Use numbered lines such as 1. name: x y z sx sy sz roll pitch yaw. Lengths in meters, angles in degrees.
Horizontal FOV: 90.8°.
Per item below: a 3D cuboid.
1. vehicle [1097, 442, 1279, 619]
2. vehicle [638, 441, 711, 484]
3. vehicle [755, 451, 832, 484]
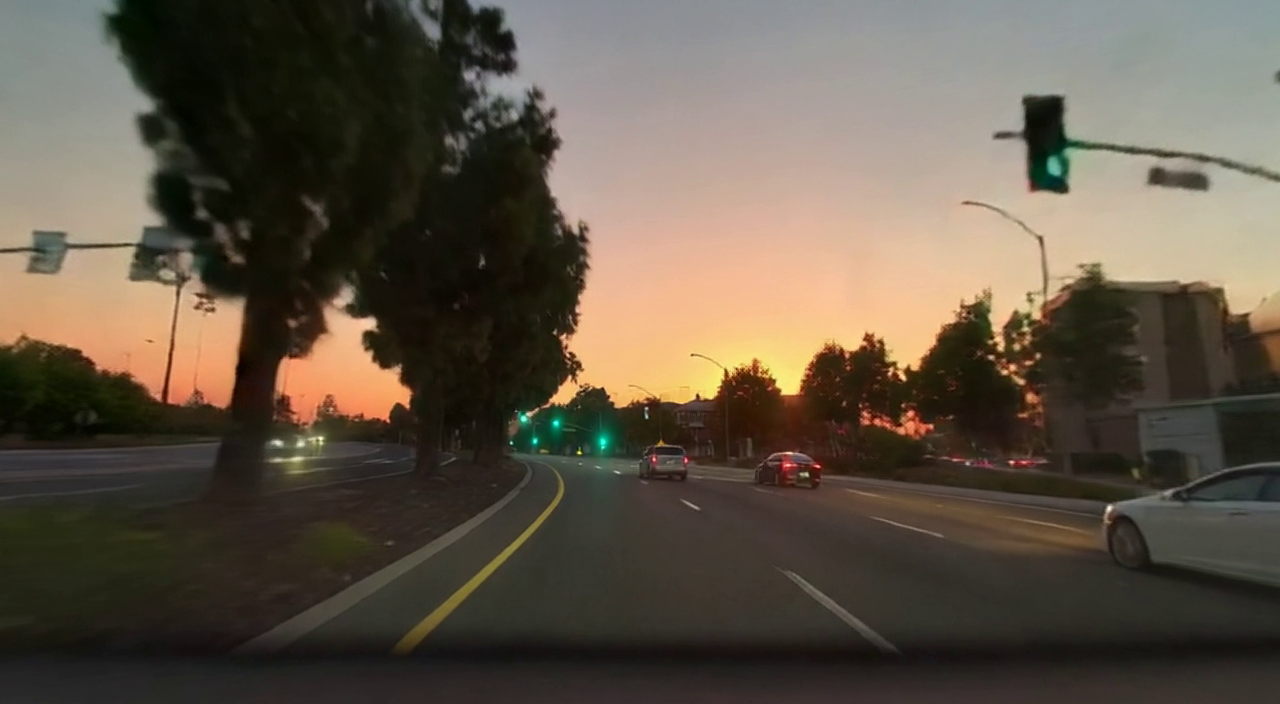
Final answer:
1. vehicle: 6.360 1.471 5.120 1.882 1.476 4.344 0 -9 -3
2. vehicle: 1.332 4.589 26.571 2.122 1.646 4.525 1 -9 -9
3. vehicle: 7.321 5.541 30.639 1.940 1.460 4.652 1 -9 -9
